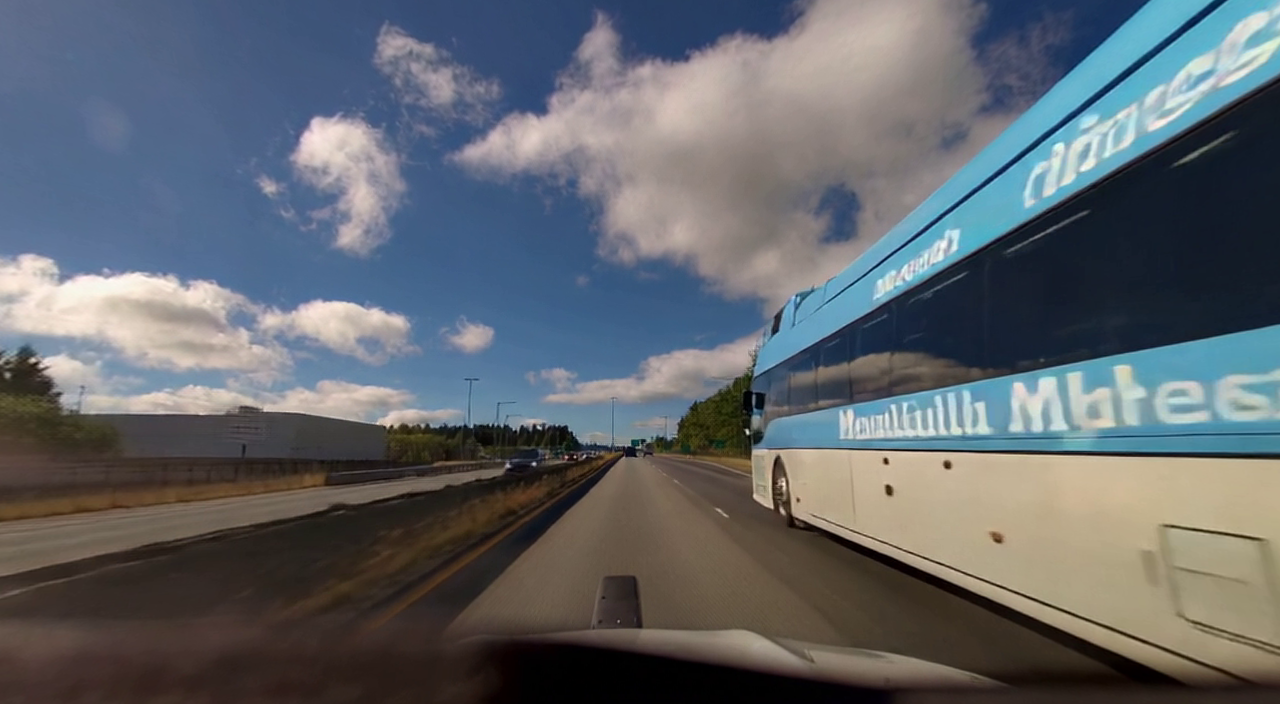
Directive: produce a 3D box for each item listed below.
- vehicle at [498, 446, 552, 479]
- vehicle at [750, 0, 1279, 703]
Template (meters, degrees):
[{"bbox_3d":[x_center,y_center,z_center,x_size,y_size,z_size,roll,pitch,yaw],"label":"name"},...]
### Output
[{"bbox_3d":[-5.771,5.598,32.058,1.977,1.530,4.328,-1,-9,0],"label":"vehicle"},{"bbox_3d":[3.729,-0.239,3.958,3.277,4.084,14.213,0,-9,-1],"label":"vehicle"}]
